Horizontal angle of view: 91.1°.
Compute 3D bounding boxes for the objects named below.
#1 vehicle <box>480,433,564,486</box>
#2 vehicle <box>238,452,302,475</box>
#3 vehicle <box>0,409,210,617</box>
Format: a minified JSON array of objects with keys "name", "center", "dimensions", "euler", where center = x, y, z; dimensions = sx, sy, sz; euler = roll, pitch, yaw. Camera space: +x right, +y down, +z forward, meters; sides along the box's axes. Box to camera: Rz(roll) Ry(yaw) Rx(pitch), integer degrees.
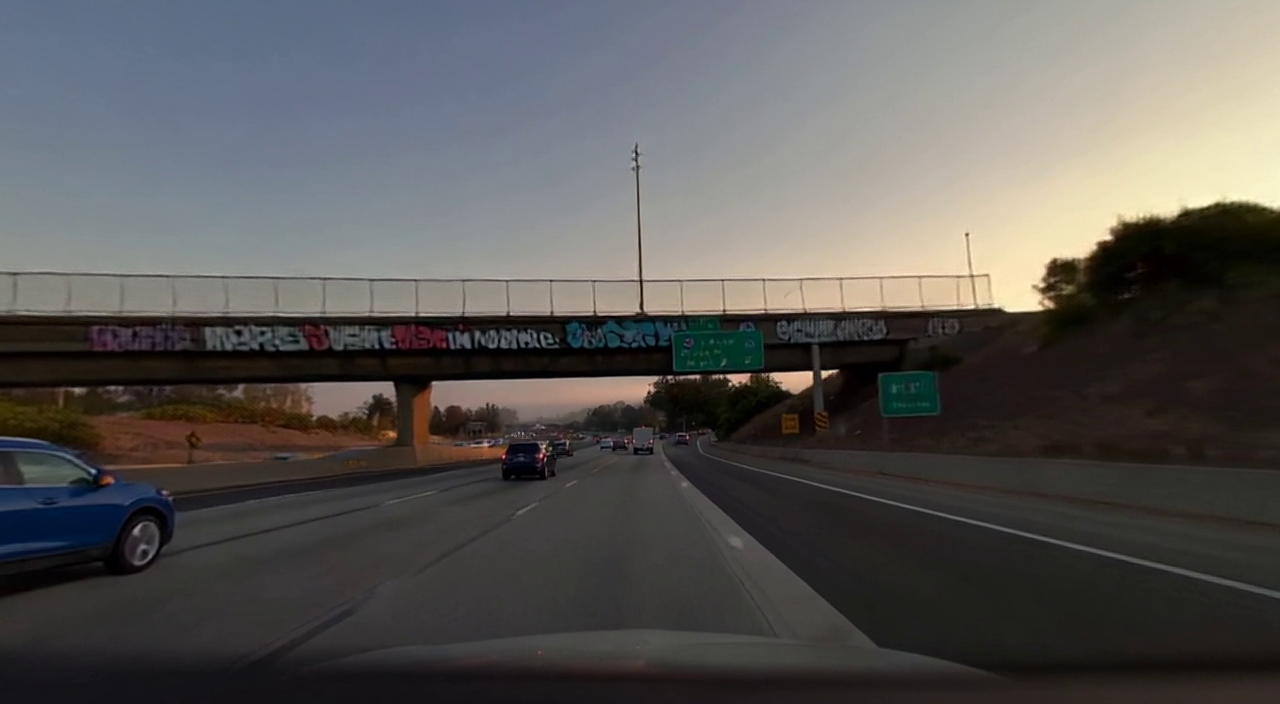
[{"name":"vehicle","center":[-4.110,3.824,22.658],"dimensions":[2.154,1.693,4.394],"euler":[0,-8,0]},{"name":"vehicle","center":[-24.952,7.503,42.506],"dimensions":[1.802,1.451,4.199],"euler":[0,-8,0]},{"name":"vehicle","center":[-6.057,1.333,5.371],"dimensions":[1.969,1.633,3.962],"euler":[0,-8,-1]}]
